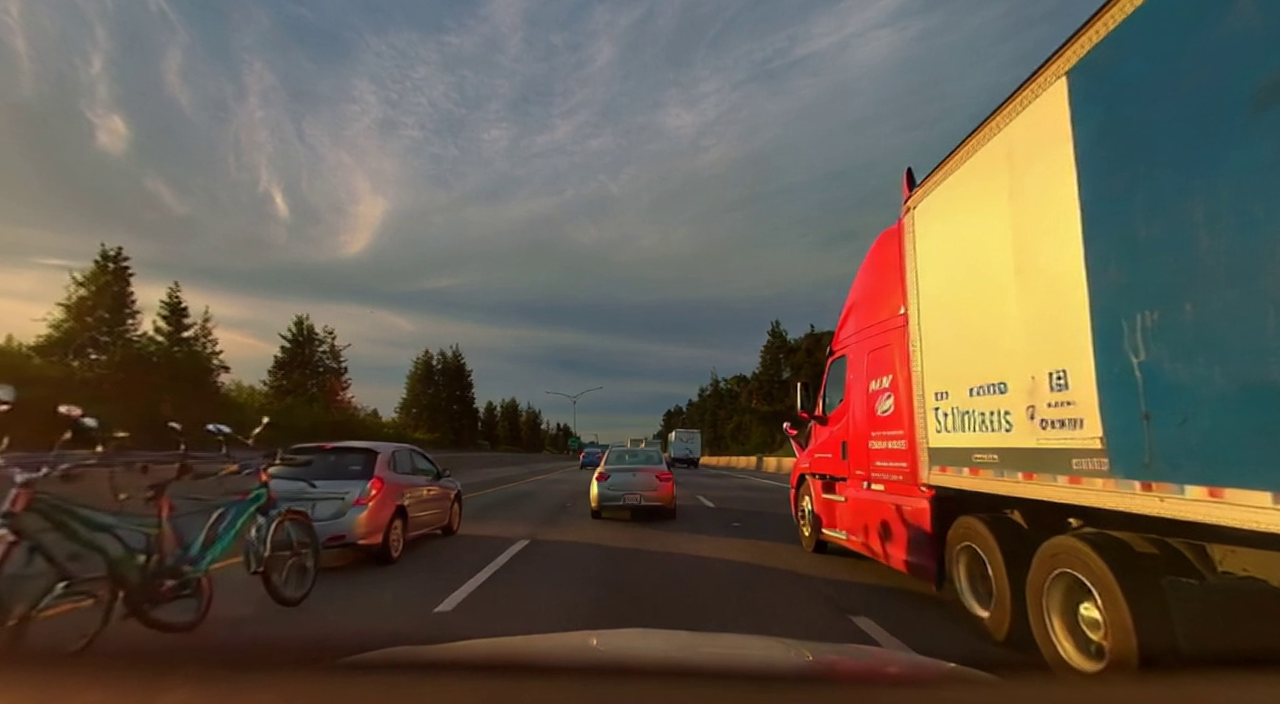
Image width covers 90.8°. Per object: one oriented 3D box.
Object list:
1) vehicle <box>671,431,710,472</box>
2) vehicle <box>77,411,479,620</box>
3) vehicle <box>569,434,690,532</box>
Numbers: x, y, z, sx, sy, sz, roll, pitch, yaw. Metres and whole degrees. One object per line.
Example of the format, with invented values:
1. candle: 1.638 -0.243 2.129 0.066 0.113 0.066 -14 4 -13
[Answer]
1. vehicle: 3.425 6.892 43.770 2.234 2.679 5.372 0 -9 -1
2. vehicle: -3.514 1.681 7.453 1.985 1.671 4.604 0 -9 0
3. vehicle: -0.186 2.421 12.095 1.973 1.574 3.426 0 -9 -1
